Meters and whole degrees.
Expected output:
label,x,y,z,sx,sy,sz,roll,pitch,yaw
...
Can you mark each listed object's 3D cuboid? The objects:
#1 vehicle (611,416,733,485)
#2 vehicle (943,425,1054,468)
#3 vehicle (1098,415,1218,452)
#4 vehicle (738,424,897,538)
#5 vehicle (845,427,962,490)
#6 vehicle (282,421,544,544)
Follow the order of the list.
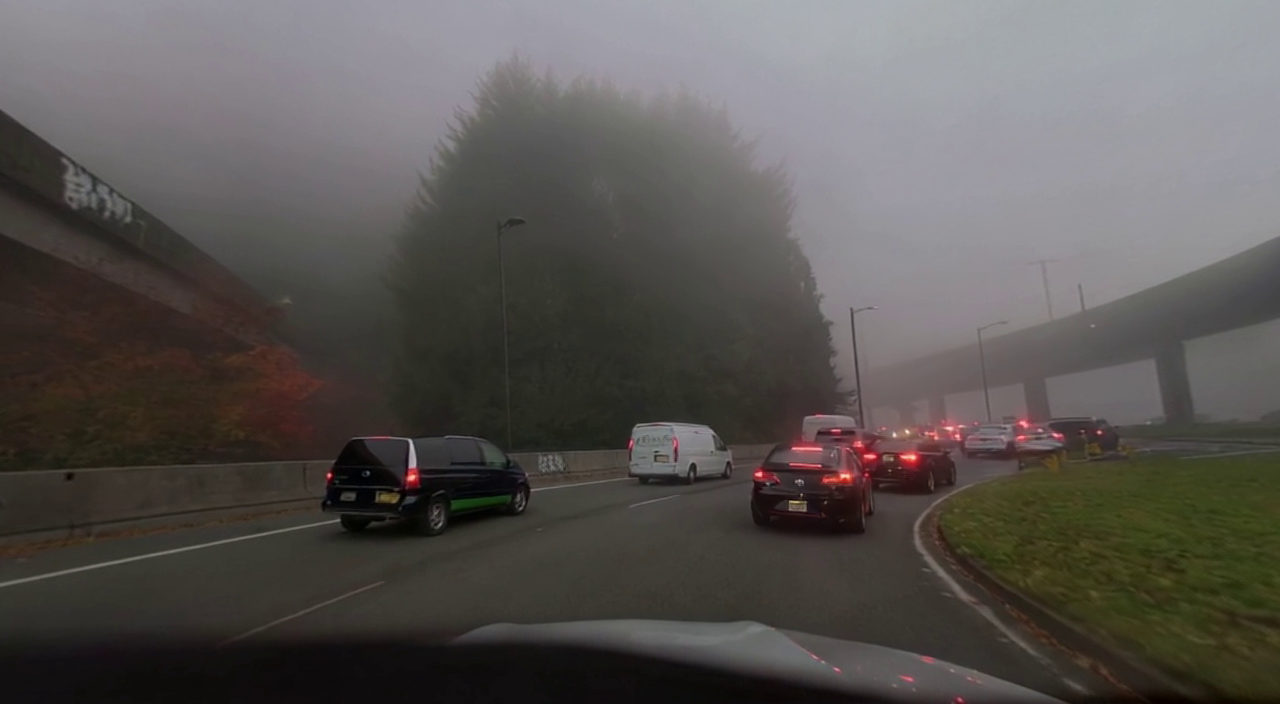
label,x,y,z,sx,sy,sz,roll,pitch,yaw
vehicle,1.067,2.953,18.867,1.835,1.825,4.005,-6,-11,34
vehicle,13.128,3.463,22.881,3.902,1.446,1.780,5,-11,-32
vehicle,21.865,3.468,26.496,3.934,1.485,1.763,2,-9,-13
vehicle,3.160,2.077,10.628,2.064,1.515,3.722,-4,-10,23
vehicle,7.481,2.955,17.579,1.830,1.519,4.253,-7,-11,38
vehicle,-3.363,2.023,10.303,1.921,1.554,4.081,-3,-9,17
